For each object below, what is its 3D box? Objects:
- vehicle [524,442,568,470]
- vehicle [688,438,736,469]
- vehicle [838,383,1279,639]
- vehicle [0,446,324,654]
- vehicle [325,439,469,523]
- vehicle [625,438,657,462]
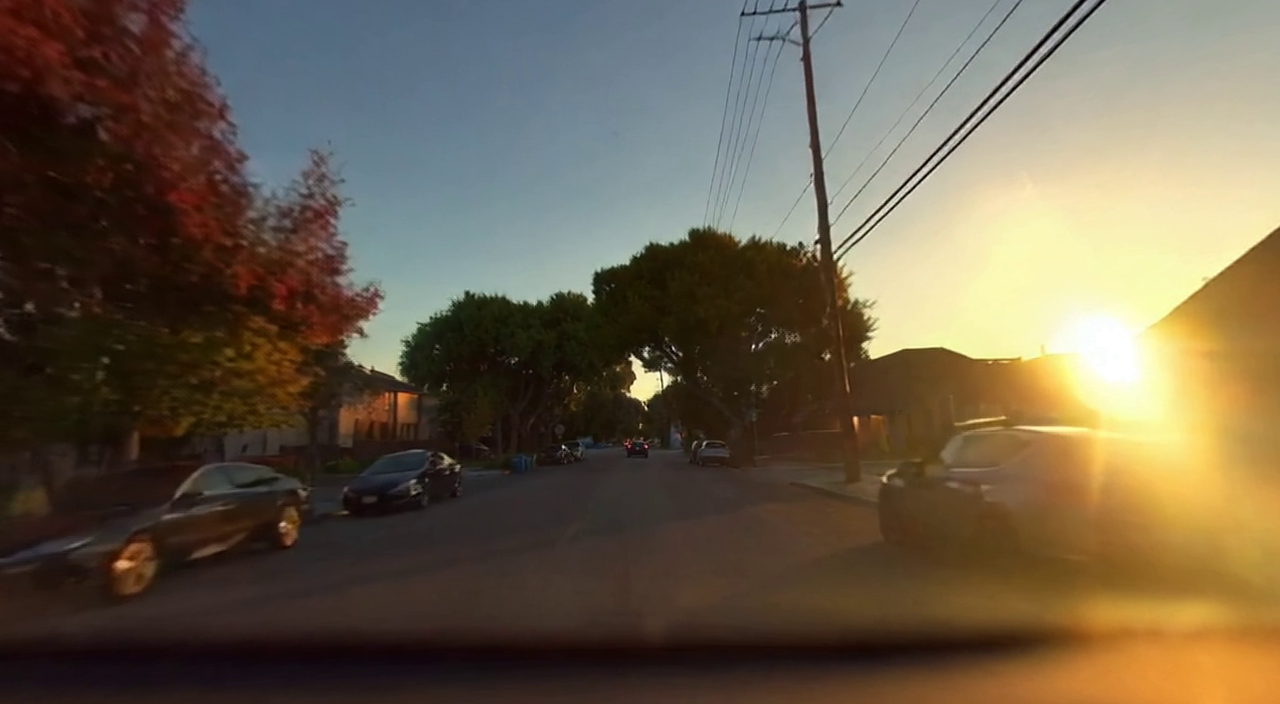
[{"bbox_3d":[-6.049,6.755,41.313,2.094,1.433,5.740,-4,-7,-2],"label":"vehicle"},{"bbox_3d":[3.992,5.708,35.841,2.144,1.572,5.026,0,-8,0],"label":"vehicle"},{"bbox_3d":[3.821,1.387,6.523,2.108,1.719,4.339,0,-8,0],"label":"vehicle"},{"bbox_3d":[-5.971,1.987,7.518,1.930,1.456,4.965,-3,-7,0],"label":"vehicle"},{"bbox_3d":[-6.009,3.160,16.328,1.769,1.572,4.990,-4,-6,0],"label":"vehicle"},{"bbox_3d":[0.038,6.663,42.982,2.062,1.509,4.305,0,-8,-1],"label":"vehicle"}]
